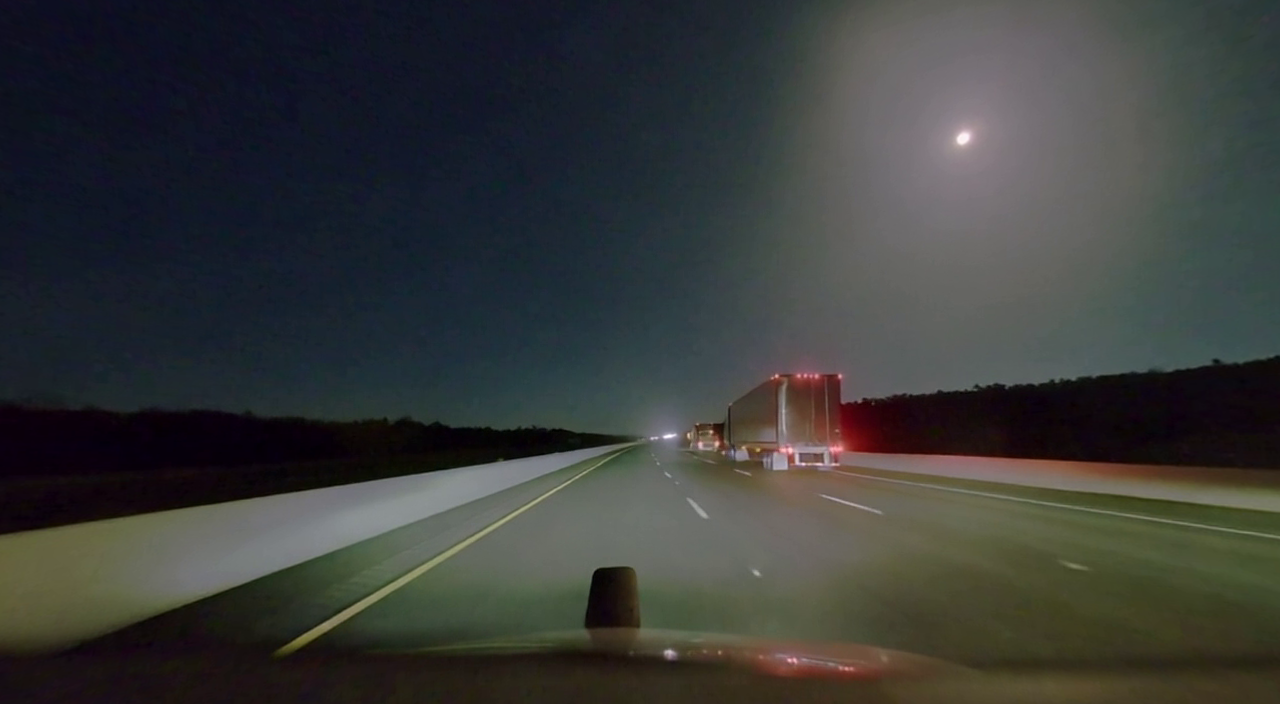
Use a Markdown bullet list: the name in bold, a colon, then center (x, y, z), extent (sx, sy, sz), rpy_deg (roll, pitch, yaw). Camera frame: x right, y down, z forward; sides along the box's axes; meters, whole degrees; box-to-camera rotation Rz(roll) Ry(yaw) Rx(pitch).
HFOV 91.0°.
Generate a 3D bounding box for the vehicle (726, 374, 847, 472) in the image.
- **vehicle**: center (7.066, 3.948, 33.316), extent (2.885, 4.075, 13.981), rpy_deg (0, -8, -1)
